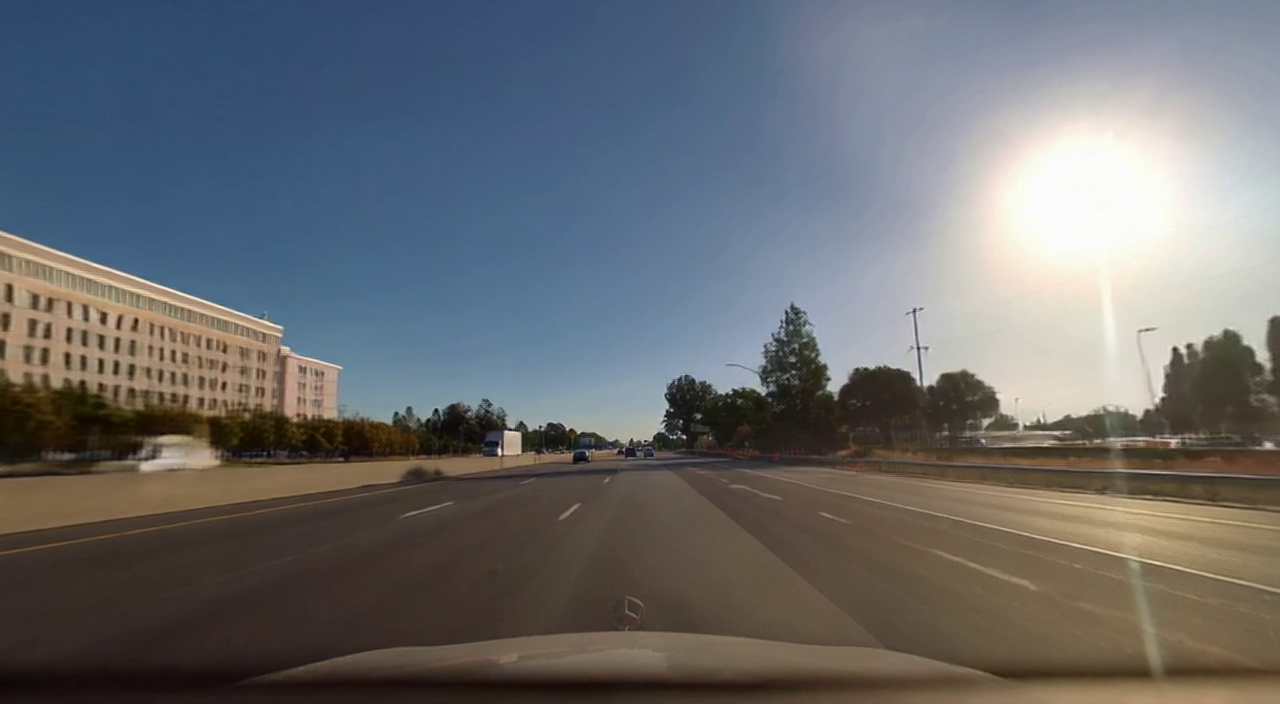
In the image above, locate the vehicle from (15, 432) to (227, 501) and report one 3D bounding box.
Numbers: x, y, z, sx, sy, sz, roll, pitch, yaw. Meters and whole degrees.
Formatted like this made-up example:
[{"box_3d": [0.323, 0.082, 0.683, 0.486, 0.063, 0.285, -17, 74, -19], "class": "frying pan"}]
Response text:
[{"box_3d": [-16.203, 3.603, 20.216, 2.285, 1.911, 5.206, 0, -9, 1], "class": "vehicle"}]
